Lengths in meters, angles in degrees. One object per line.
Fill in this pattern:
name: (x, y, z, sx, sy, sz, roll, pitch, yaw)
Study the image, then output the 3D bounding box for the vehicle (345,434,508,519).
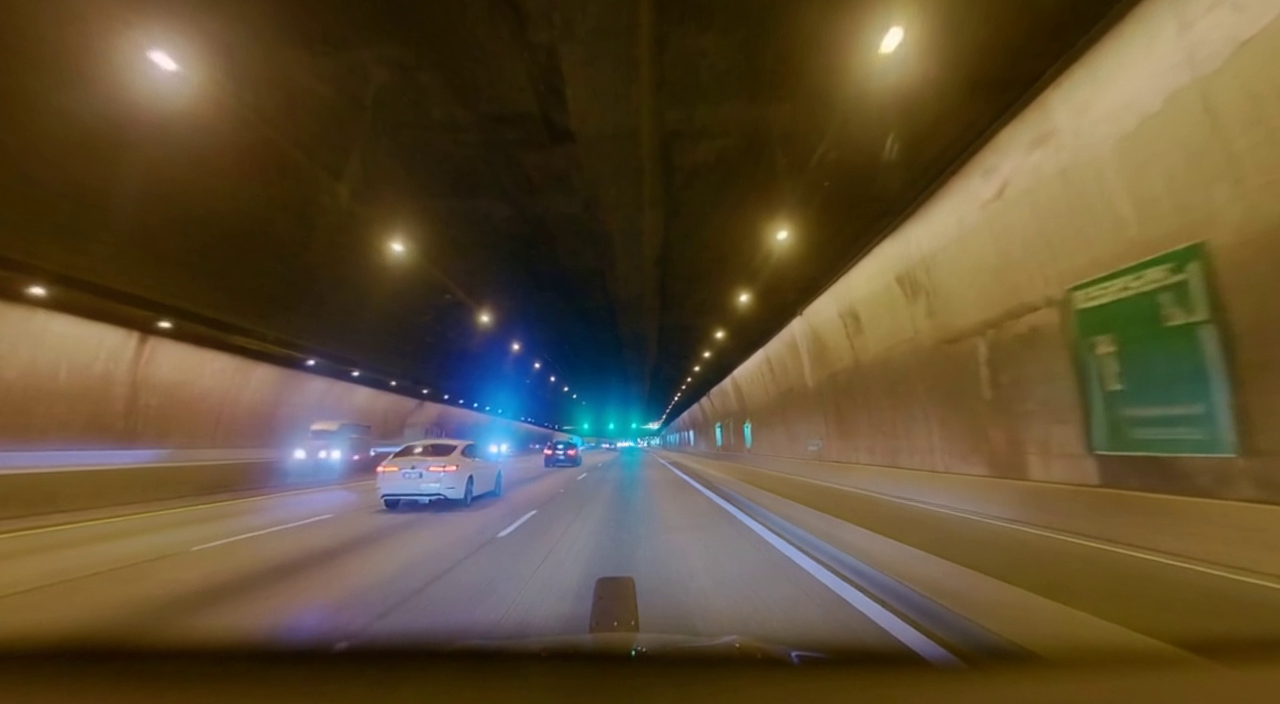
vehicle: (-4.088, 2.430, 12.894, 1.885, 1.424, 4.230, -1, -8, 0)

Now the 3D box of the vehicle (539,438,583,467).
vehicle: (-4.359, 5.605, 35.253, 1.973, 1.474, 4.199, -1, -8, 0)

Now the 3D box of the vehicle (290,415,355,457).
vehicle: (-24.218, 6.420, 48.191, 2.808, 3.064, 3.757, 0, -8, 0)
